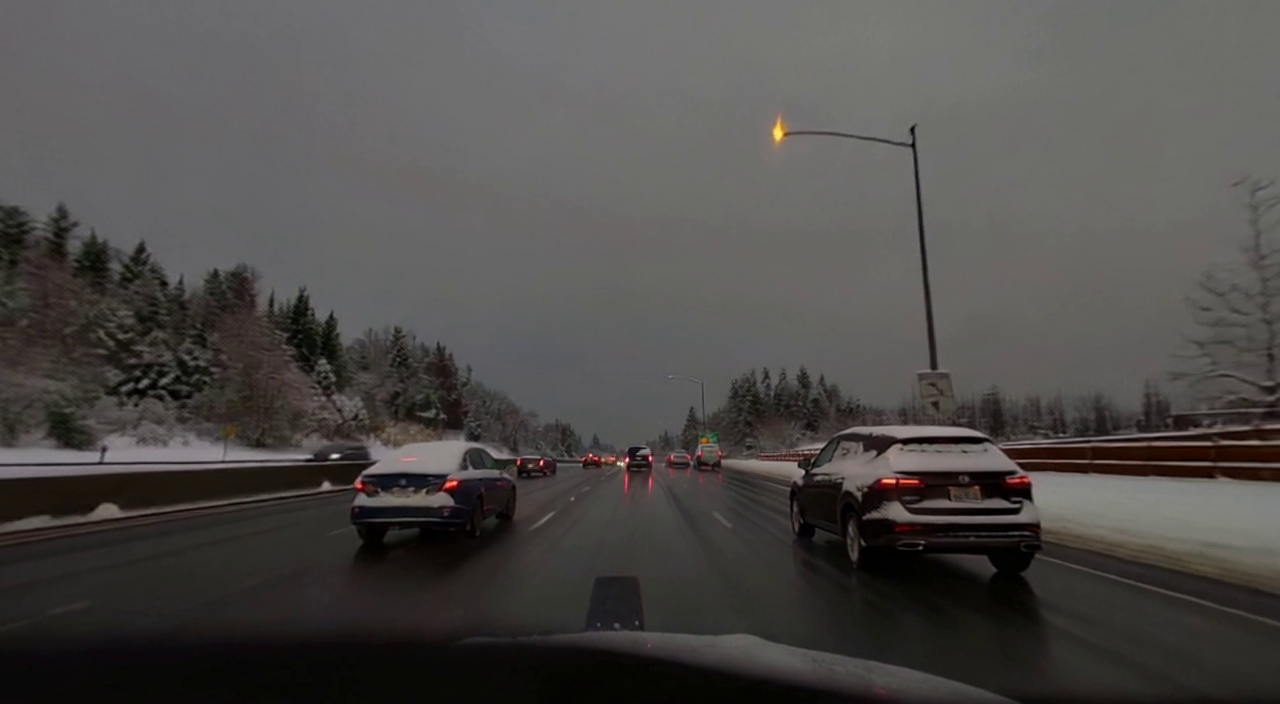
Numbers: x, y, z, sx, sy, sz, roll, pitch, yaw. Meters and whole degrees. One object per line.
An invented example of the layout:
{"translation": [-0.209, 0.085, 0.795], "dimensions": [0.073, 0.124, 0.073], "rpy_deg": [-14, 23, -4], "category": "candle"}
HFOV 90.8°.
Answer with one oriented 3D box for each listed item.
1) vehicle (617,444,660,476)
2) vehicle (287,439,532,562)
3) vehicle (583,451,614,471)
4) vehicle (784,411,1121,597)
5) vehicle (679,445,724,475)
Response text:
{"translation": [-0.088, 6.385, 37.598], "dimensions": [2.408, 1.748, 4.217], "rpy_deg": [0, -8, 0], "category": "vehicle"}
{"translation": [-3.301, 2.212, 10.352], "dimensions": [2.130, 1.514, 4.766], "rpy_deg": [0, -8, 1], "category": "vehicle"}
{"translation": [-3.161, 8.415, 48.887], "dimensions": [1.968, 1.473, 4.209], "rpy_deg": [0, -8, 2], "category": "vehicle"}
{"translation": [3.441, 1.750, 8.226], "dimensions": [2.029, 1.716, 4.545], "rpy_deg": [0, -8, 0], "category": "vehicle"}
{"translation": [3.724, 6.607, 38.881], "dimensions": [2.320, 1.735, 4.408], "rpy_deg": [0, -8, 0], "category": "vehicle"}
